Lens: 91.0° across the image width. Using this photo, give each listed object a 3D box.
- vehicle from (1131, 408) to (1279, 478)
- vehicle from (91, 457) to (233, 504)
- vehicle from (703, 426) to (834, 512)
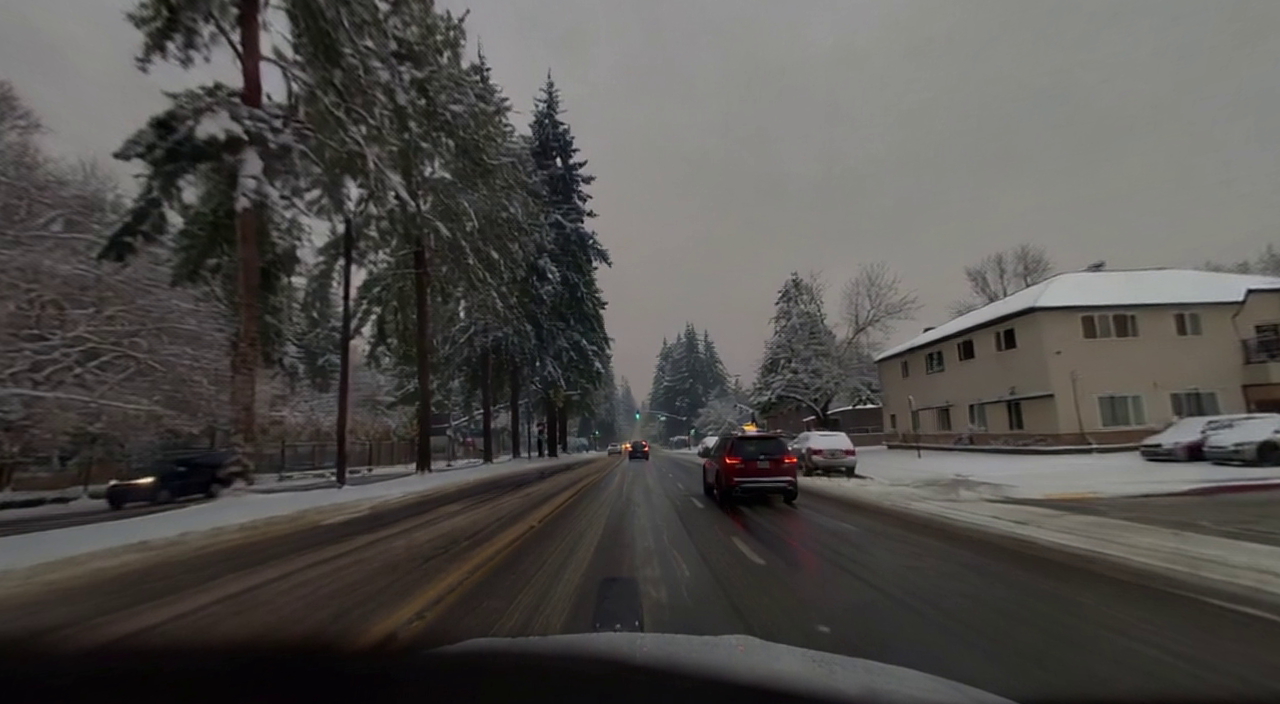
[{"bbox_3d":[17.450,2.646,18.226,2.131,1.782,5.183,0,-9,-2],"label":"vehicle"},{"bbox_3d":[-17.658,4.731,23.588,1.865,1.452,4.504,0,-9,-1],"label":"vehicle"},{"bbox_3d":[2.713,2.588,14.376,2.022,1.656,4.025,0,-9,-2],"label":"vehicle"}]
